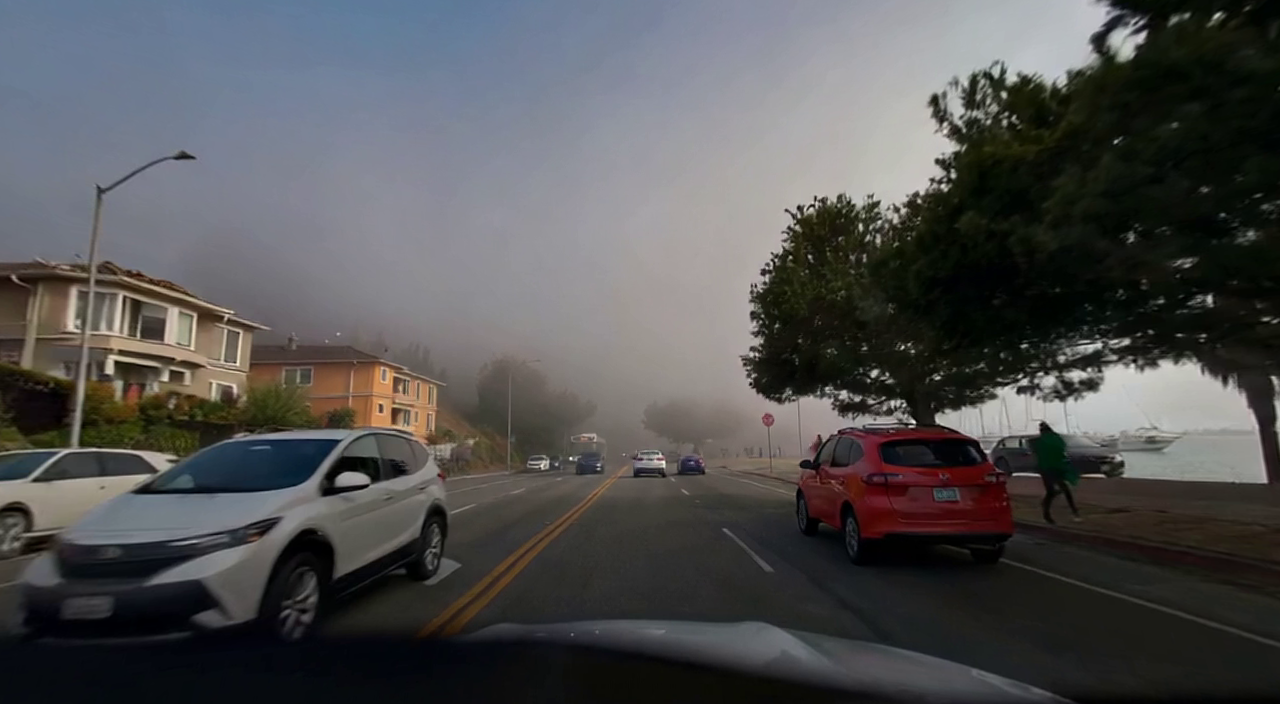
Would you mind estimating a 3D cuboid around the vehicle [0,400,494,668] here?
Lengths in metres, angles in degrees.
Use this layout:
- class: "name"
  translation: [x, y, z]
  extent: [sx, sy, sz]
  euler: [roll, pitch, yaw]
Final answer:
- class: "vehicle"
  translation: [-3.053, 1.498, 6.293]
  extent: [2.125, 1.701, 4.310]
  euler: [-1, -9, 0]

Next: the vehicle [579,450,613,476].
- class: "vehicle"
  translation: [-2.945, 7.443, 42.556]
  extent: [1.893, 1.583, 4.107]
  euler: [-1, -9, 1]

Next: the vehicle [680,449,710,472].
- class: "vehicle"
  translation: [3.989, 7.932, 46.288]
  extent: [1.876, 1.626, 3.851]
  euler: [0, -9, -1]

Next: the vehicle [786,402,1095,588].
- class: "vehicle"
  translation: [3.484, 1.749, 8.492]
  extent: [2.000, 1.809, 4.405]
  euler: [-1, -9, 1]

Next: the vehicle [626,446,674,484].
- class: "vehicle"
  translation: [0.449, 5.325, 30.032]
  extent: [2.132, 1.632, 3.838]
  euler: [0, -9, 0]
